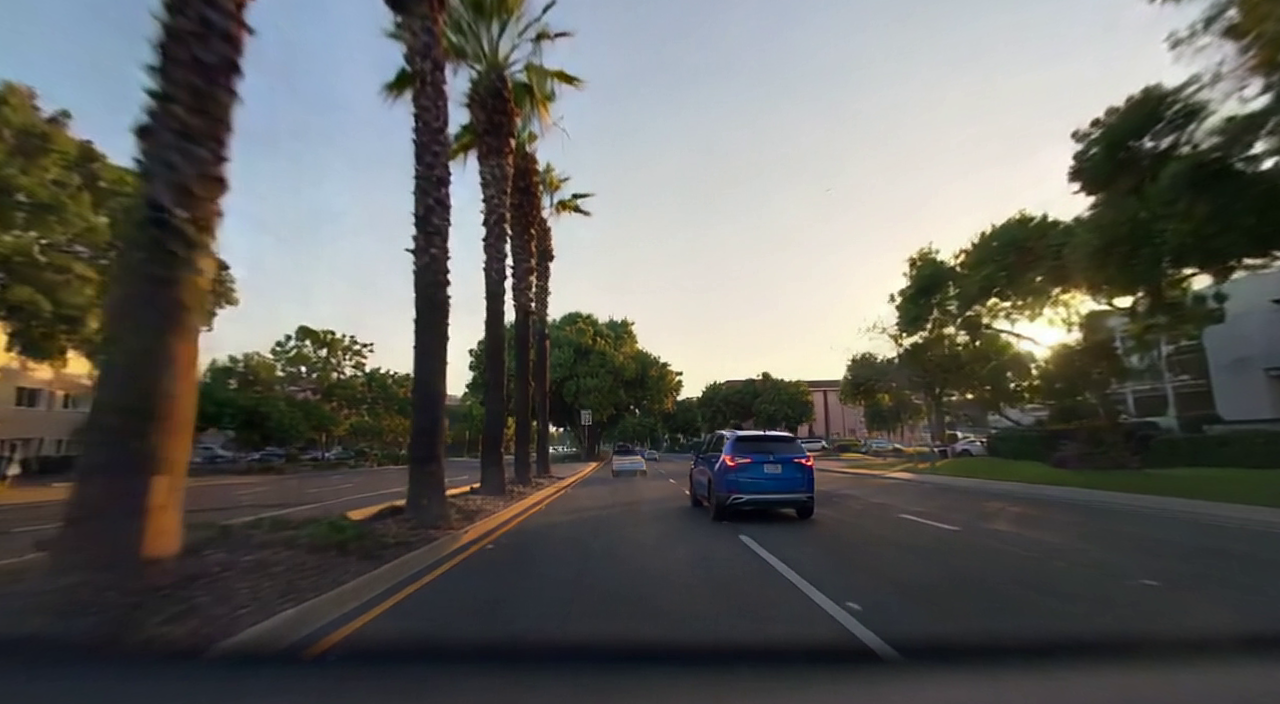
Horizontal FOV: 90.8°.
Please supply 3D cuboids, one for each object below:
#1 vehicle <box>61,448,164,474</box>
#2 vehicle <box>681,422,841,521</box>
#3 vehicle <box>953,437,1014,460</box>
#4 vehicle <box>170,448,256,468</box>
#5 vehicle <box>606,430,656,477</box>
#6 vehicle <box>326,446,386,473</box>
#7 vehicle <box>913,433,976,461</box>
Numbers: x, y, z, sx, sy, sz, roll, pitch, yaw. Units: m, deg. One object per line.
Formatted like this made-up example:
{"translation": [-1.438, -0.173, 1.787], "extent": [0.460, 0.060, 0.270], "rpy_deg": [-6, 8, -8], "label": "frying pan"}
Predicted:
{"translation": [-31.756, 6.578, 38.096], "extent": [4.404, 1.487, 1.868], "rpy_deg": [0, -8, -3], "label": "vehicle"}
{"translation": [2.254, 2.390, 13.201], "extent": [2.239, 1.693, 4.301], "rpy_deg": [0, -8, -3], "label": "vehicle"}
{"translation": [23.900, 6.733, 44.106], "extent": [2.004, 1.519, 3.714], "rpy_deg": [0, -8, -3], "label": "vehicle"}
{"translation": [-32.216, 7.965, 47.755], "extent": [4.903, 1.451, 2.031], "rpy_deg": [0, -8, -2], "label": "vehicle"}
{"translation": [-0.386, 4.305, 26.966], "extent": [1.981, 1.854, 3.983], "rpy_deg": [0, -8, -1], "label": "vehicle"}
{"translation": [-19.897, 7.534, 44.480], "extent": [2.029, 1.723, 4.639], "rpy_deg": [0, -8, 1], "label": "vehicle"}
{"translation": [21.134, 6.591, 44.038], "extent": [1.894, 1.784, 4.571], "rpy_deg": [0, -8, -3], "label": "vehicle"}
